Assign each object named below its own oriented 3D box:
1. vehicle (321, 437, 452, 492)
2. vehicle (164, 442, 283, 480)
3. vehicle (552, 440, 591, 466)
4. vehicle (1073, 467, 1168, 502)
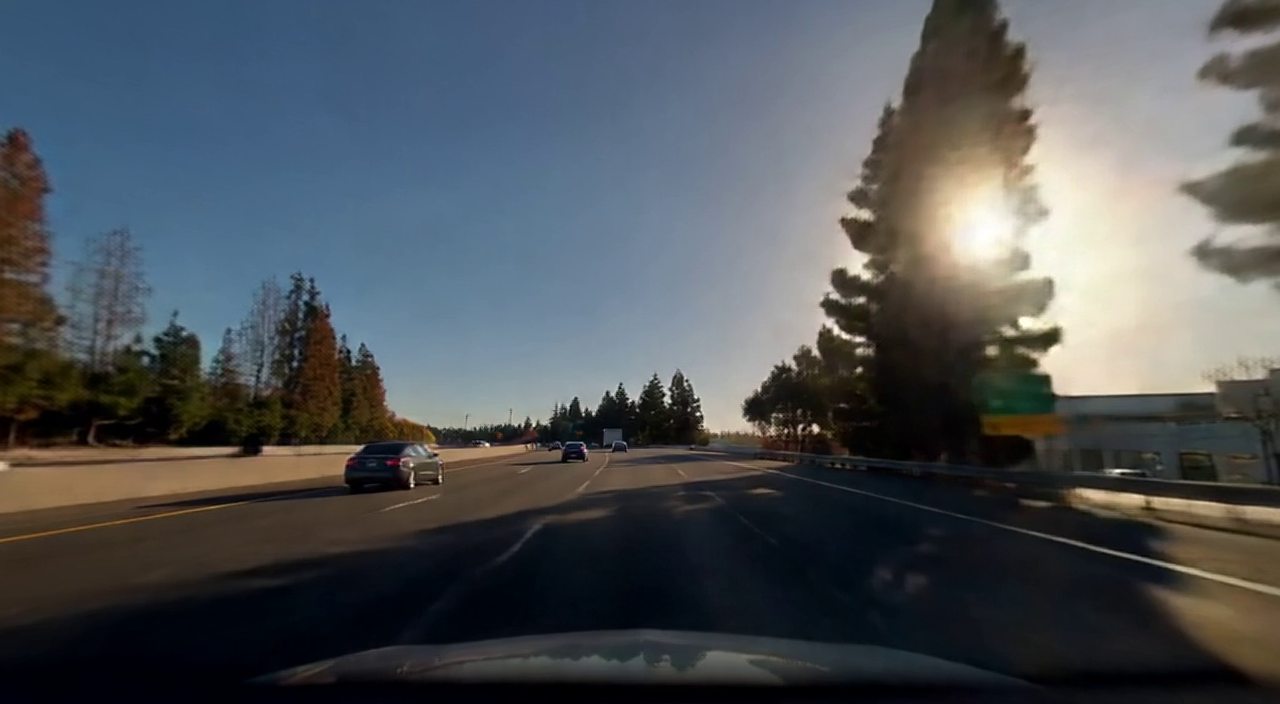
[{"bbox_3d":[-7.498,3.357,19.262,2.038,1.463,4.656,0,-8,0],"label":"vehicle"},{"bbox_3d":[-17.184,4.478,26.328,1.979,1.433,4.404,0,-8,-1],"label":"vehicle"},{"bbox_3d":[-4.074,6.091,38.109,1.936,1.465,4.060,0,-8,0],"label":"vehicle"},{"bbox_3d":[24.200,6.682,31.978,2.005,1.478,4.056,-1,-8,8],"label":"vehicle"}]
